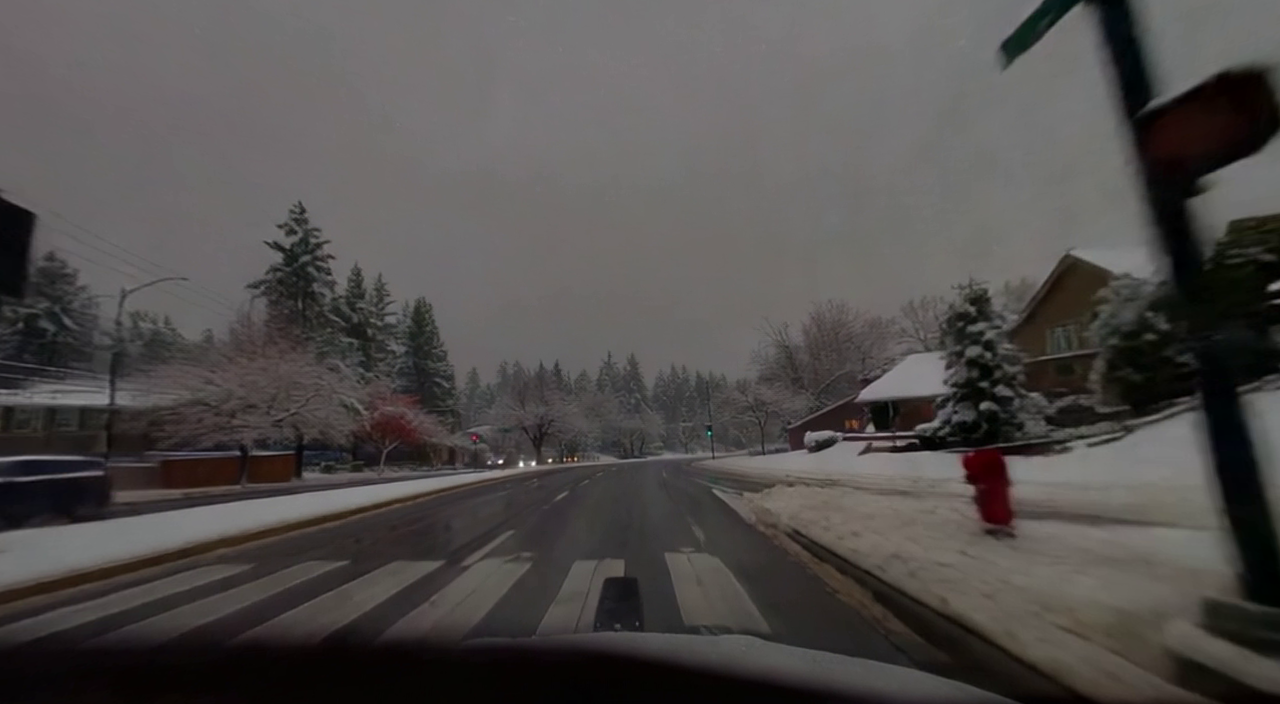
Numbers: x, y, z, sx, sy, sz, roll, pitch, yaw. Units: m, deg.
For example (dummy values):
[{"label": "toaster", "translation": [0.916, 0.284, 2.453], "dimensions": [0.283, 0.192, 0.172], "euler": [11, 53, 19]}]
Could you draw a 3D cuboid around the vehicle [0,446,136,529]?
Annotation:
[{"label": "vehicle", "translation": [-14.905, 3.083, 14.648], "dimensions": [2.106, 1.782, 4.974], "euler": [-1, -8, 4]}]
